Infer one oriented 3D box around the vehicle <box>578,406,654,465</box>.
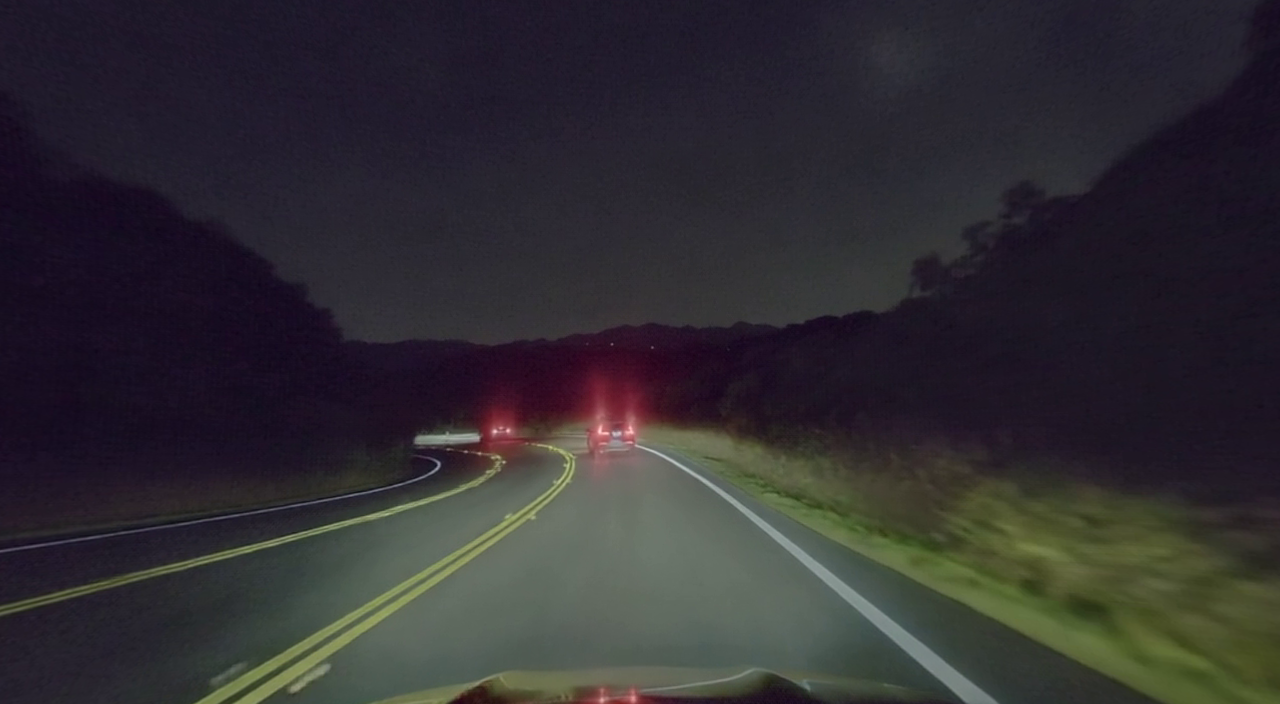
[{"bbox_3d":[-1.176,3.501,26.252,2.500,1.961,5.637,-5,-8,-8],"label":"vehicle"}]
